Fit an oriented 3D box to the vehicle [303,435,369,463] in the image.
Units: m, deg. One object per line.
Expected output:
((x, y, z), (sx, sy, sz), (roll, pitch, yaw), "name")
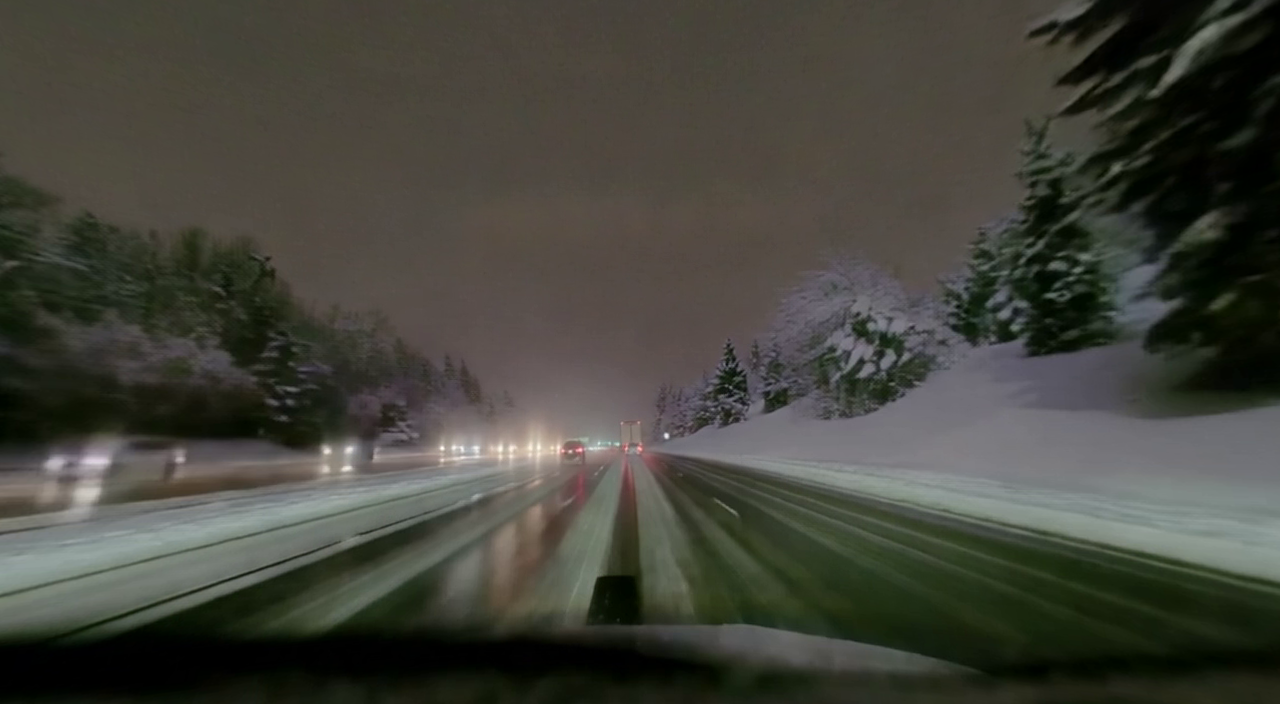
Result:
((-17.326, 5.581, 35.981), (1.842, 1.496, 4.022), (0, -9, -1), "vehicle")

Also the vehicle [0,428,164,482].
((-17.222, 3.164, 19.411), (1.857, 1.478, 3.924), (0, -9, -1), "vehicle")

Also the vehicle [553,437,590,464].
((-4.528, 6.586, 41.845), (2.098, 1.692, 4.038), (0, -9, -1), "vehicle")
